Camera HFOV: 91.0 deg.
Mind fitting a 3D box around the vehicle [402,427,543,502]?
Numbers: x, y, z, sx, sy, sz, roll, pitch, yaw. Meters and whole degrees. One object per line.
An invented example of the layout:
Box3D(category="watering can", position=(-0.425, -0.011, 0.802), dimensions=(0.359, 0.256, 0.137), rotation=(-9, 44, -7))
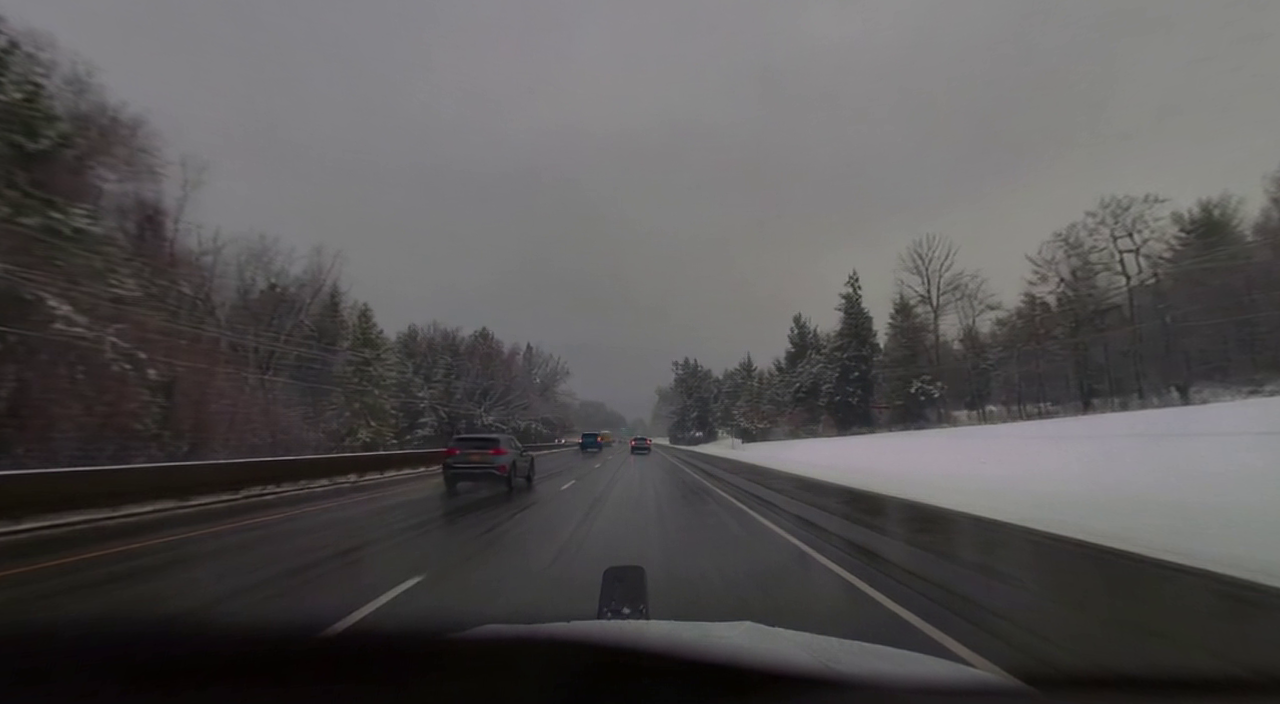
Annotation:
Box3D(category="vehicle", position=(-3.907, 2.717, 15.663), dimensions=(2.190, 1.571, 4.643), rotation=(0, -8, 1))
